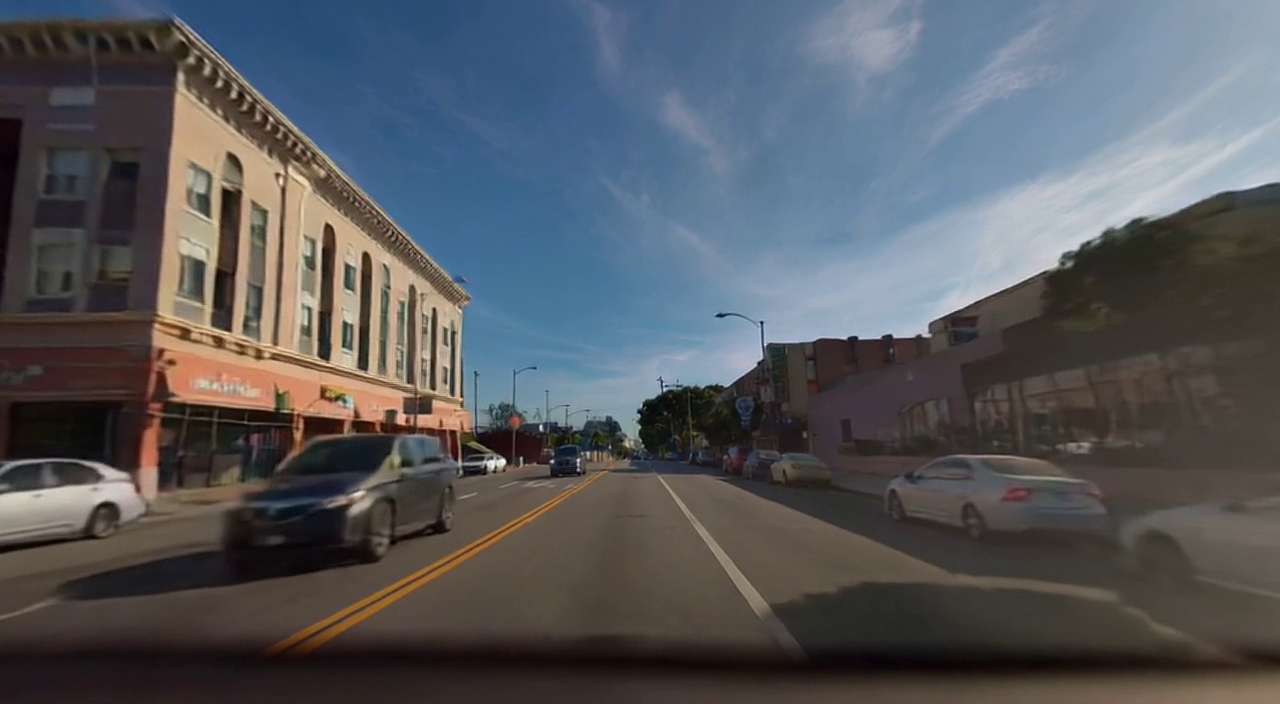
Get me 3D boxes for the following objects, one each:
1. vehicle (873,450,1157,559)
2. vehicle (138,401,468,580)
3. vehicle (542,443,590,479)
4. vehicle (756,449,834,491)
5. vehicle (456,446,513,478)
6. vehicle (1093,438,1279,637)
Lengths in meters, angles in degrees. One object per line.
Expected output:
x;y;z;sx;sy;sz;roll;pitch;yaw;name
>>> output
5.999;2.447;11.026;1.976;1.432;4.812;0;-9;0;vehicle
-4.087;1.830;8.814;2.048;1.761;4.517;-2;-10;1;vehicle
-3.728;5.569;32.485;1.980;1.718;4.120;0;-9;0;vehicle
6.067;4.633;25.310;1.837;1.482;4.706;0;-9;-1;vehicle
-10.168;7.211;41.824;2.137;1.982;5.794;0;-9;1;vehicle
5.832;1.387;4.556;1.795;1.524;4.658;0;-9;2;vehicle
